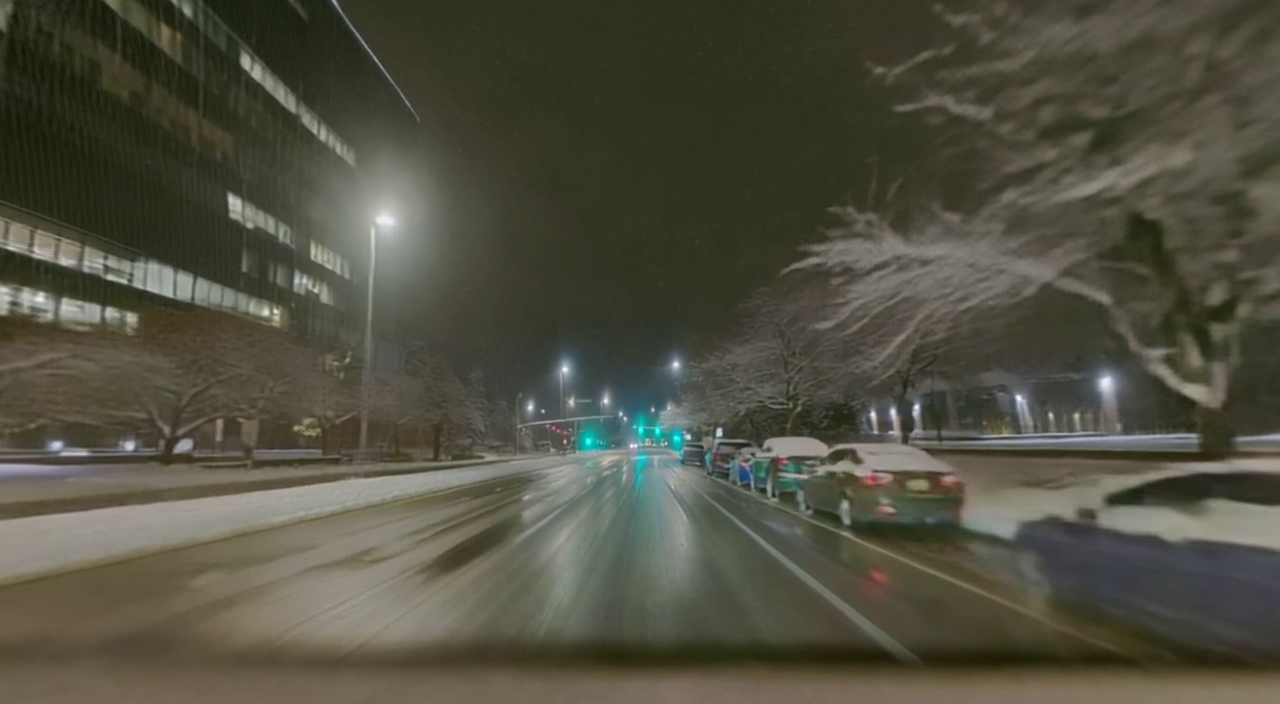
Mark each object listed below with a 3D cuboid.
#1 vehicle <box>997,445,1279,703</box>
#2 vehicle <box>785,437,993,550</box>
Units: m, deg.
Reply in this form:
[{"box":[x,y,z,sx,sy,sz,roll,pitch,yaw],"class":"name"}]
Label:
[{"box":[4.255,1.268,3.690,1.872,1.420,4.201,0,-8,0],"class":"vehicle"},{"box":[4.065,2.345,11.297,1.974,1.534,4.610,1,-8,2],"class":"vehicle"}]
